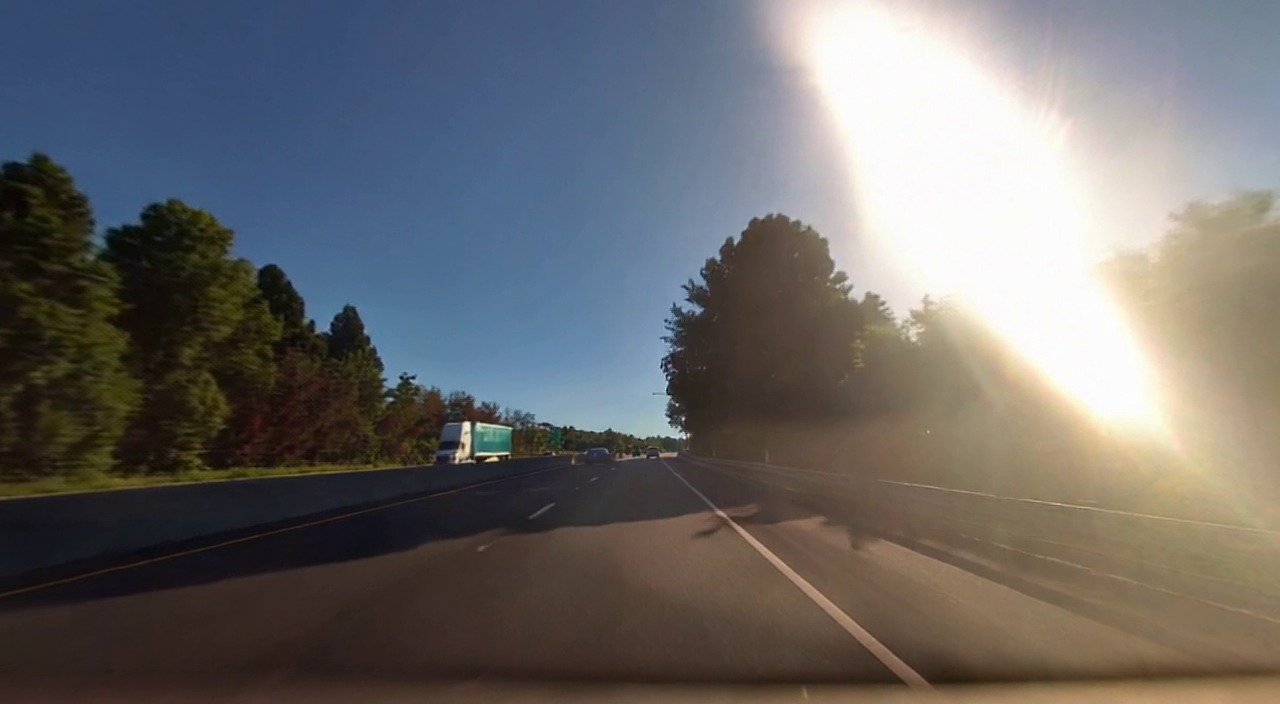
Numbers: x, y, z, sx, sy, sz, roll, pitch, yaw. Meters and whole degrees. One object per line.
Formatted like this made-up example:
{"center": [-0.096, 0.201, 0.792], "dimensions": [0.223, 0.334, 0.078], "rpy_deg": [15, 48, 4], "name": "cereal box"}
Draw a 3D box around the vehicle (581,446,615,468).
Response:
{"center": [-3.037, 7.686, 46.372], "dimensions": [2.088, 1.586, 4.000], "rpy_deg": [0, -9, 2], "name": "vehicle"}
